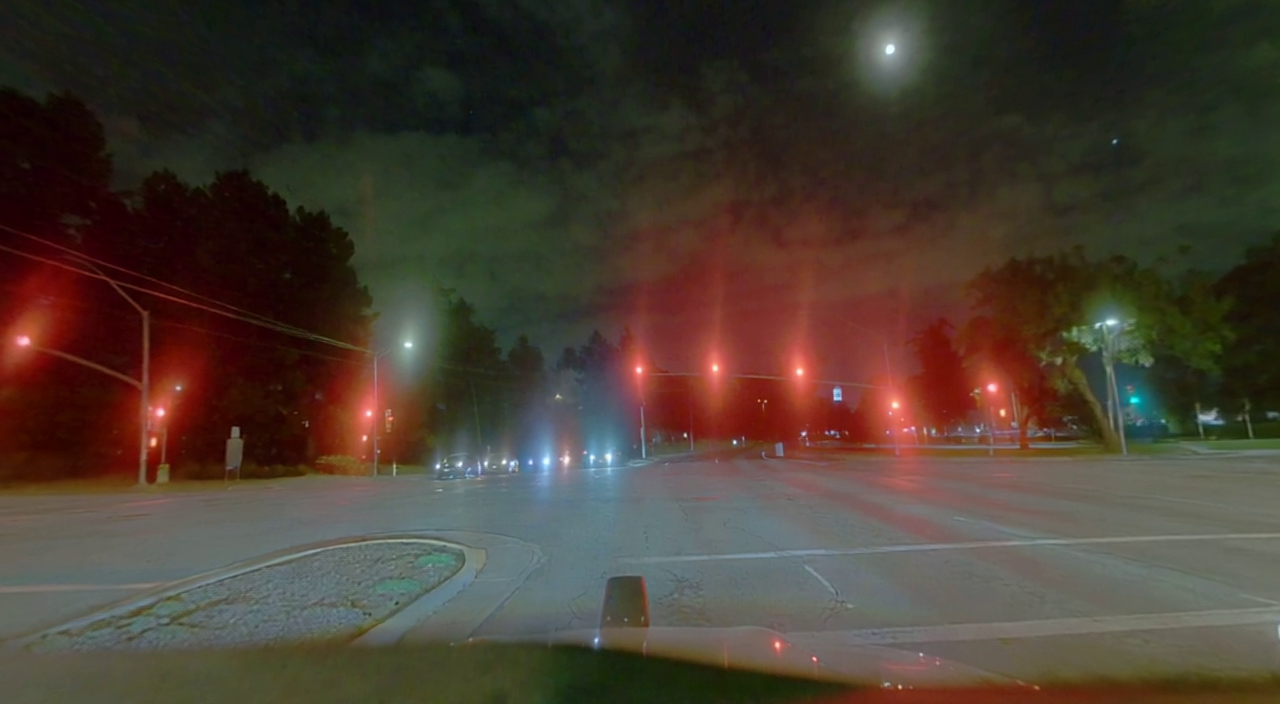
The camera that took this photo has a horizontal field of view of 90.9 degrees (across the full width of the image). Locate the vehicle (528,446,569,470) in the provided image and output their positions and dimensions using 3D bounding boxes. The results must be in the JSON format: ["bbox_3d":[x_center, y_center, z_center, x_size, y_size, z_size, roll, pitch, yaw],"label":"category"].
[{"bbox_3d":[-6.543,7.604,45.495,2.126,1.657,4.307,0,-9,2],"label":"vehicle"}]

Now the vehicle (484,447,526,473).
[{"bbox_3d":[-9.775,7.838,45.951,2.064,1.725,4.243,0,-9,1],"label":"vehicle"}]

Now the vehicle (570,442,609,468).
[{"bbox_3d":[-3.553,7.329,45.114,2.215,1.732,4.684,-1,-9,3],"label":"vehicle"}]

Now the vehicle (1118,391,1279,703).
[{"bbox_3d":[3.062,0.618,0.427,1.978,1.468,4.544,0,-9,1],"label":"vehicle"}]

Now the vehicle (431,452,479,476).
[{"bbox_3d":[-13.389,8.132,45.992,2.101,1.637,4.304,0,-9,1],"label":"vehicle"}]
